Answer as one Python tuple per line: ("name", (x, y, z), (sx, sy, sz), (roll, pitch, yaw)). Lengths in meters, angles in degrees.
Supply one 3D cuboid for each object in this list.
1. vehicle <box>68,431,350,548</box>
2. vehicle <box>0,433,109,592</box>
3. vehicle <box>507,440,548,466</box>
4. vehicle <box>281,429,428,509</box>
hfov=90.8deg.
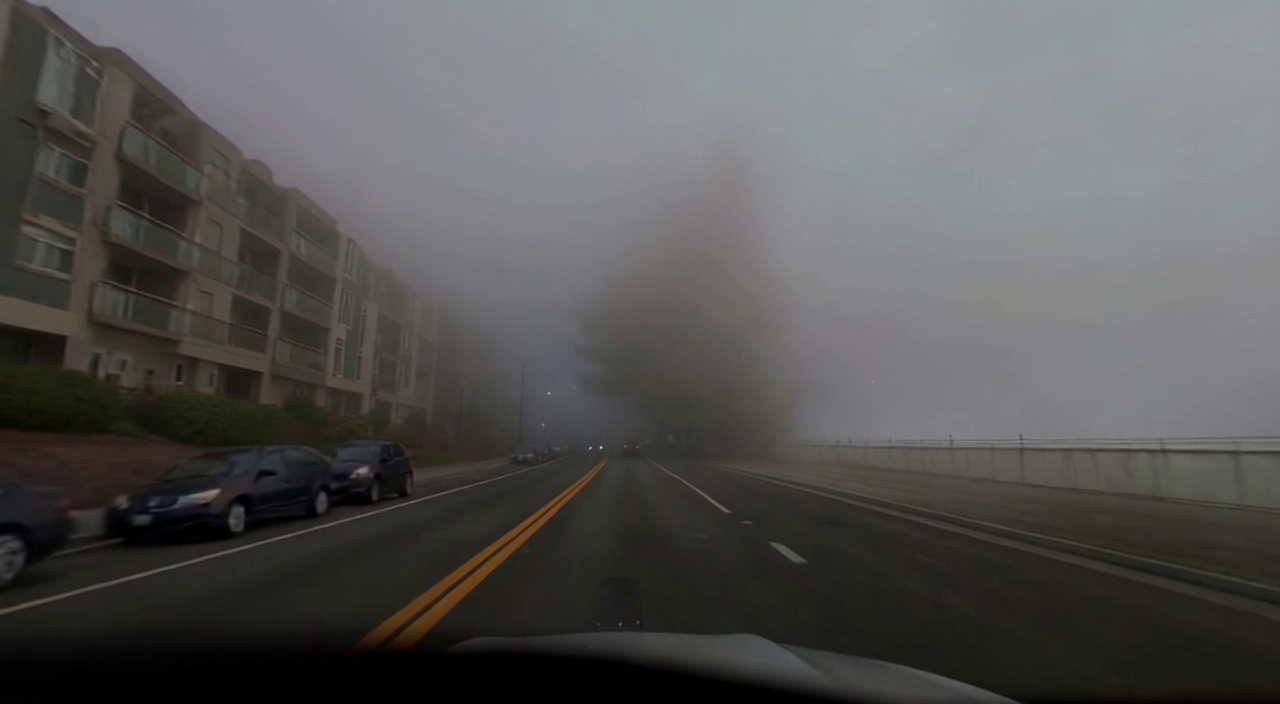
("vehicle", (-6.866, 2.176, 10.825), (1.773, 1.466, 4.407), (4, -8, -2))
("vehicle", (-6.751, 1.269, 4.480), (1.914, 1.417, 4.750), (3, -8, -2))
("vehicle", (-7.487, 6.762, 42.626), (1.913, 1.560, 4.513), (2, -8, 0))
("vehicle", (-6.955, 2.842, 15.909), (1.878, 1.658, 3.827), (3, -8, -1))
